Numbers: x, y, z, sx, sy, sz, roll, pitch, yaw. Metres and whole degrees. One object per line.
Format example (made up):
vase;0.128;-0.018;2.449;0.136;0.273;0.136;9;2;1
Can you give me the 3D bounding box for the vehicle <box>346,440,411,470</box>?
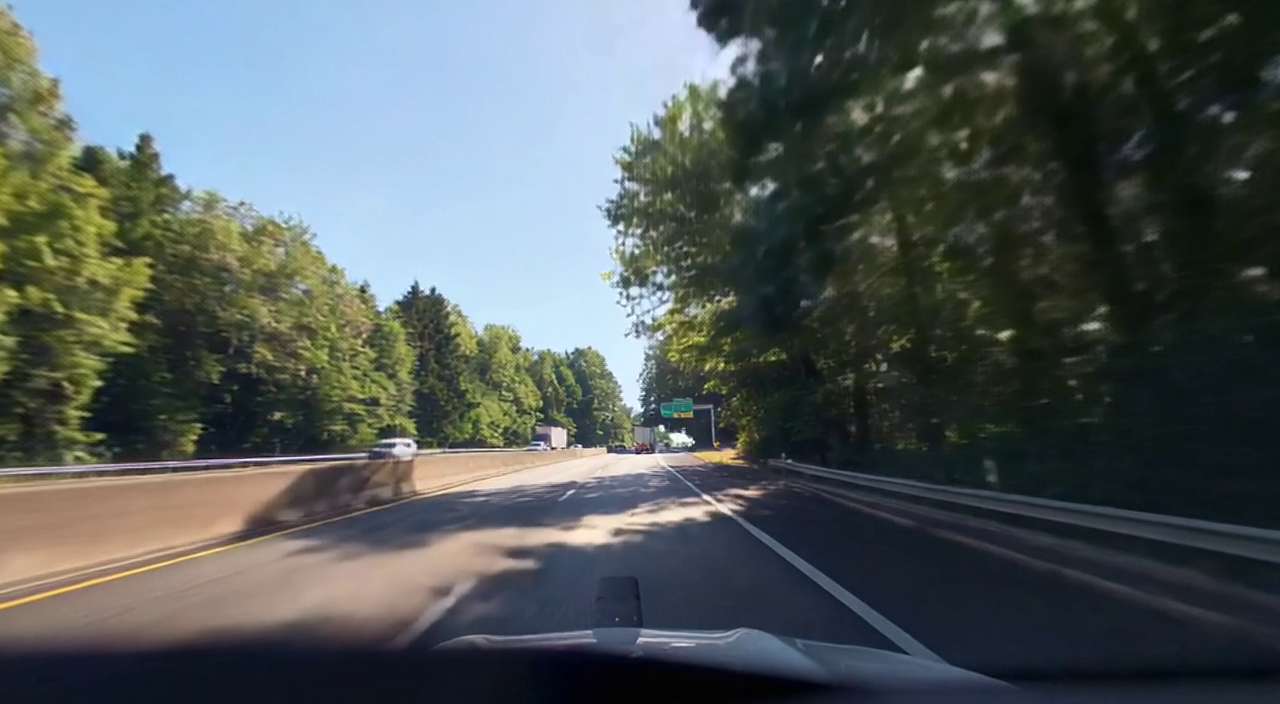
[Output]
vehicle;-14.721;5.784;35.660;1.947;1.587;4.035;-1;-8;0
